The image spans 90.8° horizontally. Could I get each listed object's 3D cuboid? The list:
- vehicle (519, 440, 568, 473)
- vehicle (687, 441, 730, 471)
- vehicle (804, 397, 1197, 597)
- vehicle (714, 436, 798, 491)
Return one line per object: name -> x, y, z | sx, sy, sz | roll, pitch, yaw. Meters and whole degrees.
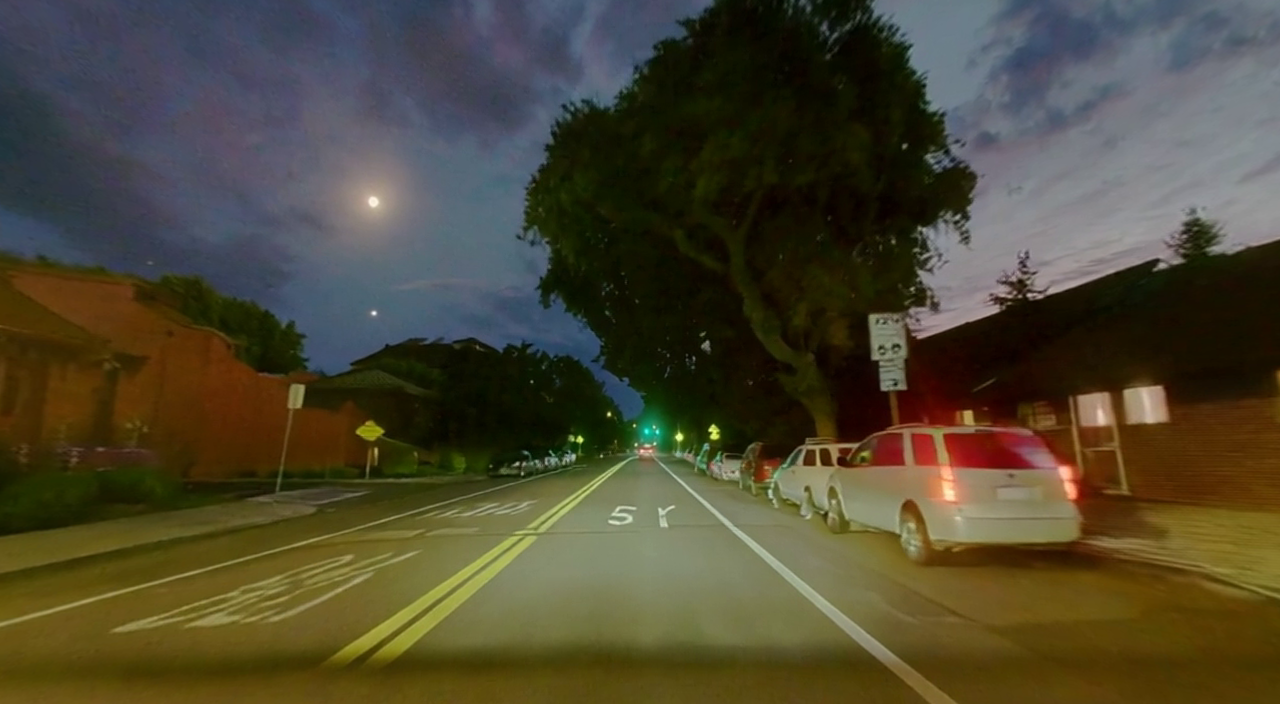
vehicle -> -6.489, 7.098, 43.077 | 2.252, 1.882, 5.883 | -4, -9, 0
vehicle -> 4.026, 6.197, 37.838 | 2.097, 1.706, 4.312 | 0, -8, 0
vehicle -> 3.856, 1.628, 7.997 | 1.937, 1.752, 4.574 | 1, -9, -5
vehicle -> 3.851, 3.789, 21.891 | 1.971, 1.665, 4.722 | 0, -8, -1
